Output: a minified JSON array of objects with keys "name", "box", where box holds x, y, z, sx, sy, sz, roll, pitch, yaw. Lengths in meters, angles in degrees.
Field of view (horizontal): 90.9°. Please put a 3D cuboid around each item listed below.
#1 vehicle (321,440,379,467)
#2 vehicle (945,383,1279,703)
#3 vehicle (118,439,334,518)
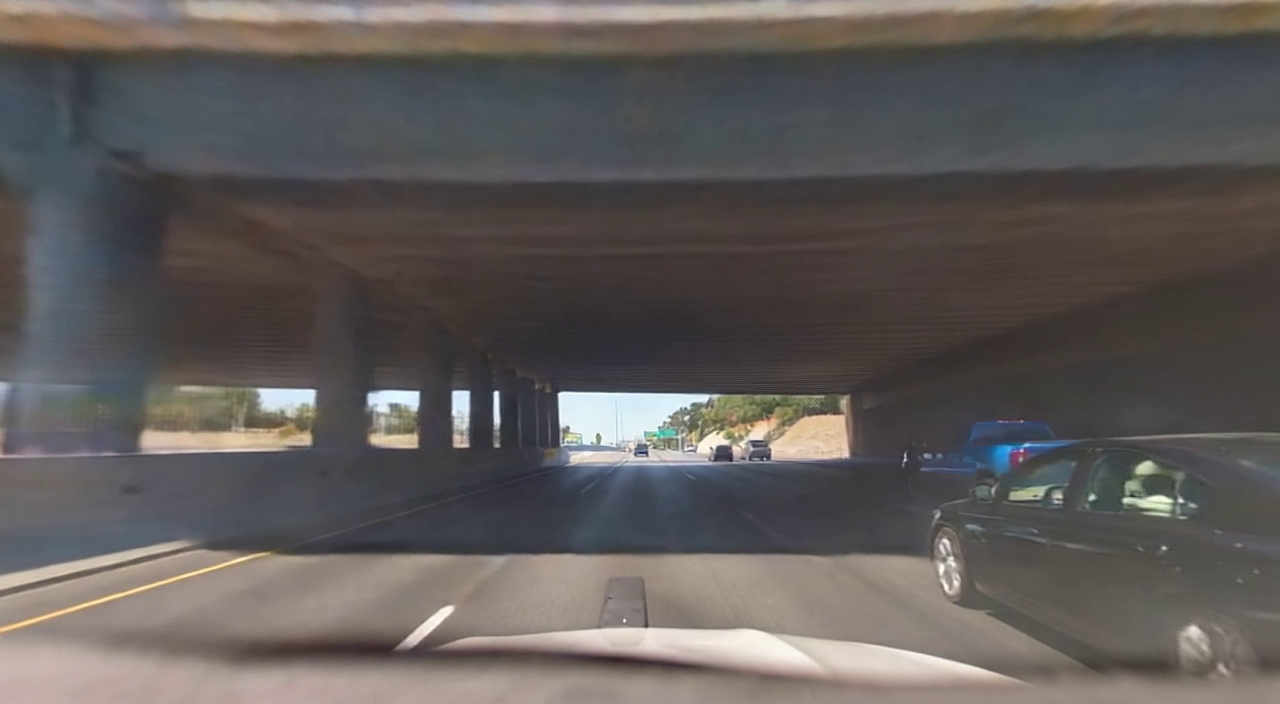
[{"name":"vehicle","box":[-21.165,7.405,46.262,2.054,1.798,4.634,0,-8,0]},{"name":"vehicle","box":[3.280,0.865,2.123,2.119,1.524,4.807,0,-8,0]},{"name":"vehicle","box":[-8.986,2.731,14.295,1.865,1.481,4.492,0,-8,0]}]
